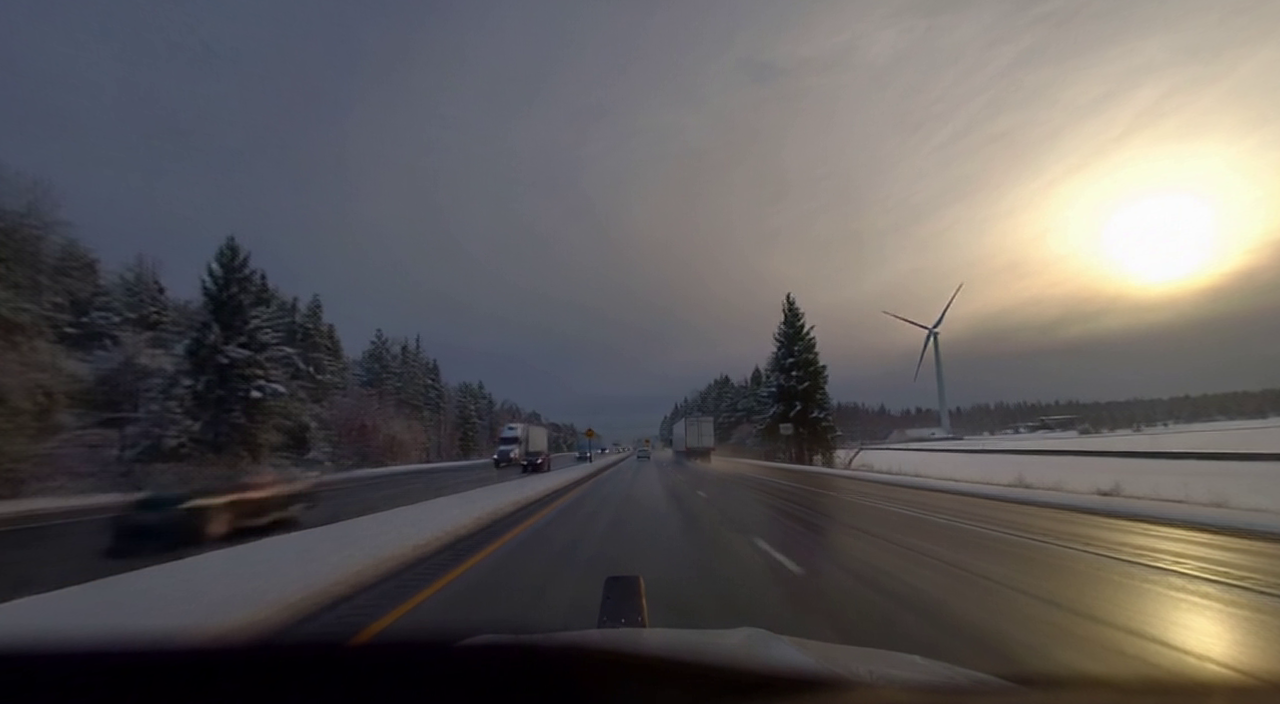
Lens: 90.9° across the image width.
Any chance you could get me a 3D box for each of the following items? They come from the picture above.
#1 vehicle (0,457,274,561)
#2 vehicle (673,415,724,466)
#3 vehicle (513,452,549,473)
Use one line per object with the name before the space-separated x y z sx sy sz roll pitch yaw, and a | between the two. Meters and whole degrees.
vehicle | -8.793 2.701 11.469 1.978 1.498 3.712 0 -9 0
vehicle | 4.387 7.024 49.417 2.903 3.602 9.351 0 -9 -1
vehicle | -7.856 8.017 45.764 1.843 1.456 3.733 0 -9 1
